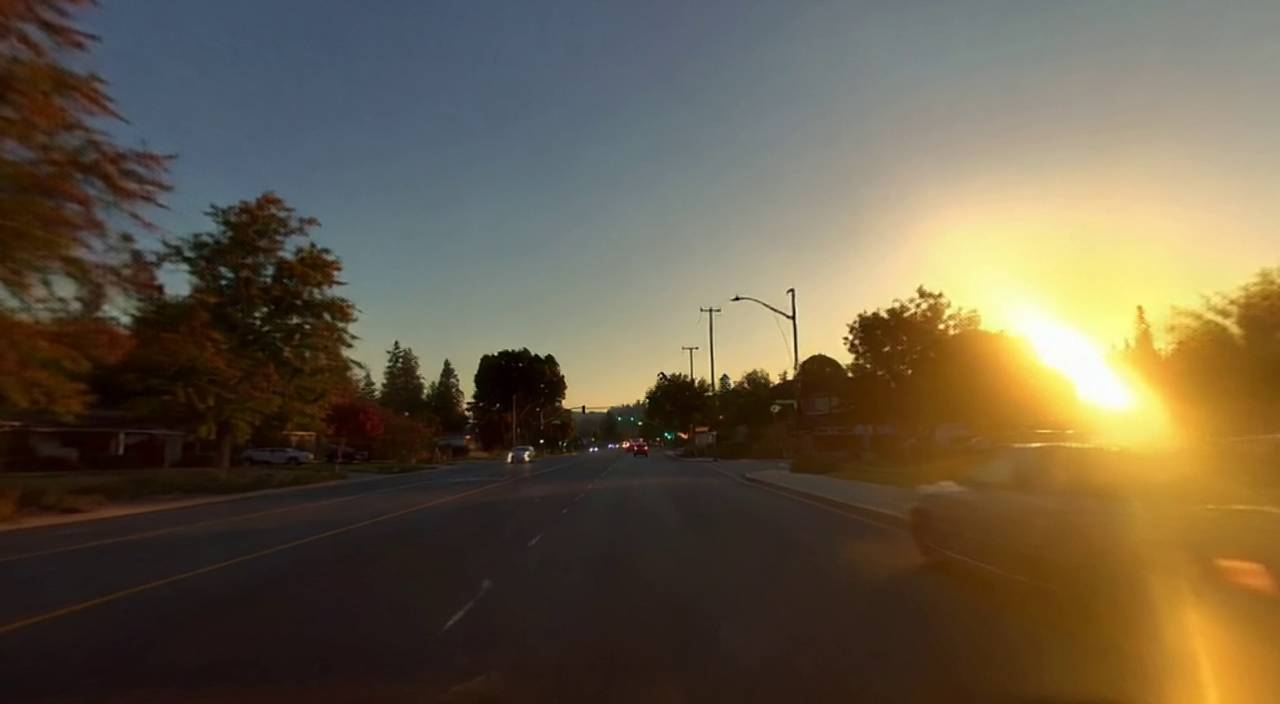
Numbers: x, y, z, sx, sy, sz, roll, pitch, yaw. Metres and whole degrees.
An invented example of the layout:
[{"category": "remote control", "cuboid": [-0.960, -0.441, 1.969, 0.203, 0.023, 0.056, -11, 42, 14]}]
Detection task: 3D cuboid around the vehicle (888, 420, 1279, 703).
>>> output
[{"category": "vehicle", "cuboid": [3.737, 1.353, 4.821, 1.942, 1.502, 4.244, 0, -8, 0]}]
